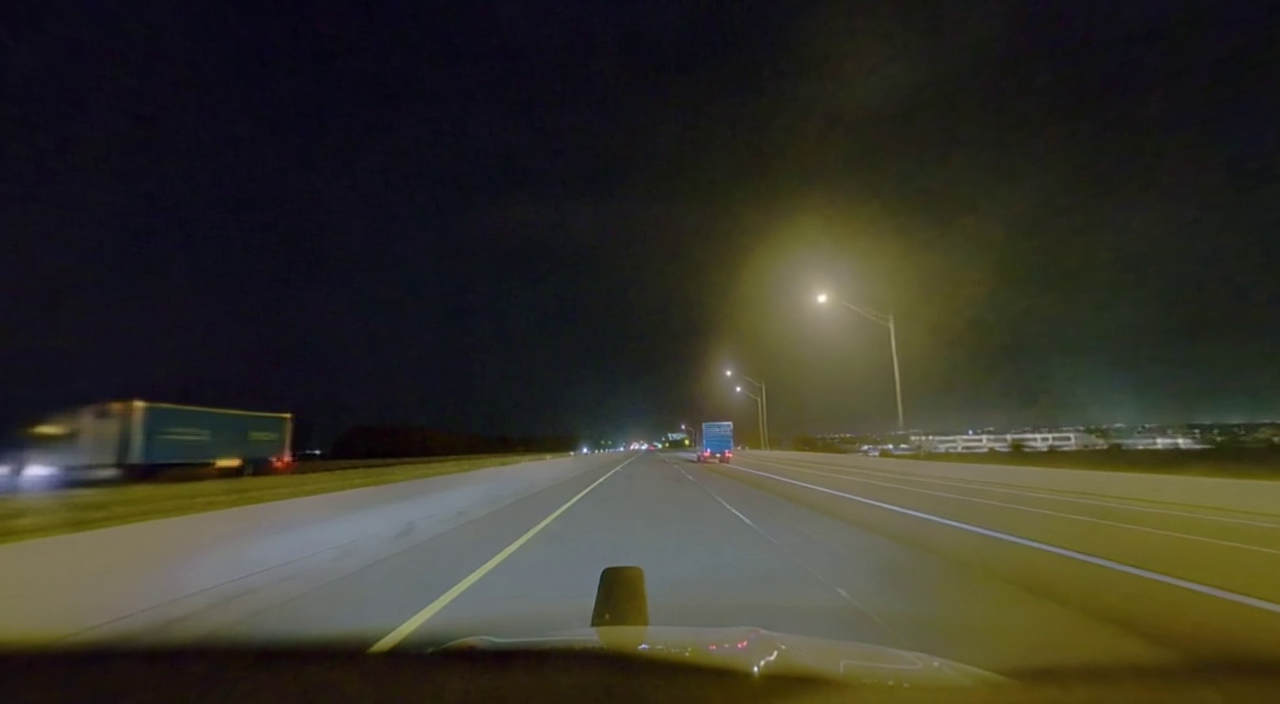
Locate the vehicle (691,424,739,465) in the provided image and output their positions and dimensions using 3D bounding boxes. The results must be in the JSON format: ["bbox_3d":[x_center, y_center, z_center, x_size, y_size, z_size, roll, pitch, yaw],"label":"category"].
[{"bbox_3d":[4.945,6.233,42.452,2.430,2.495,6.062,0,-9,0],"label":"vehicle"}]
